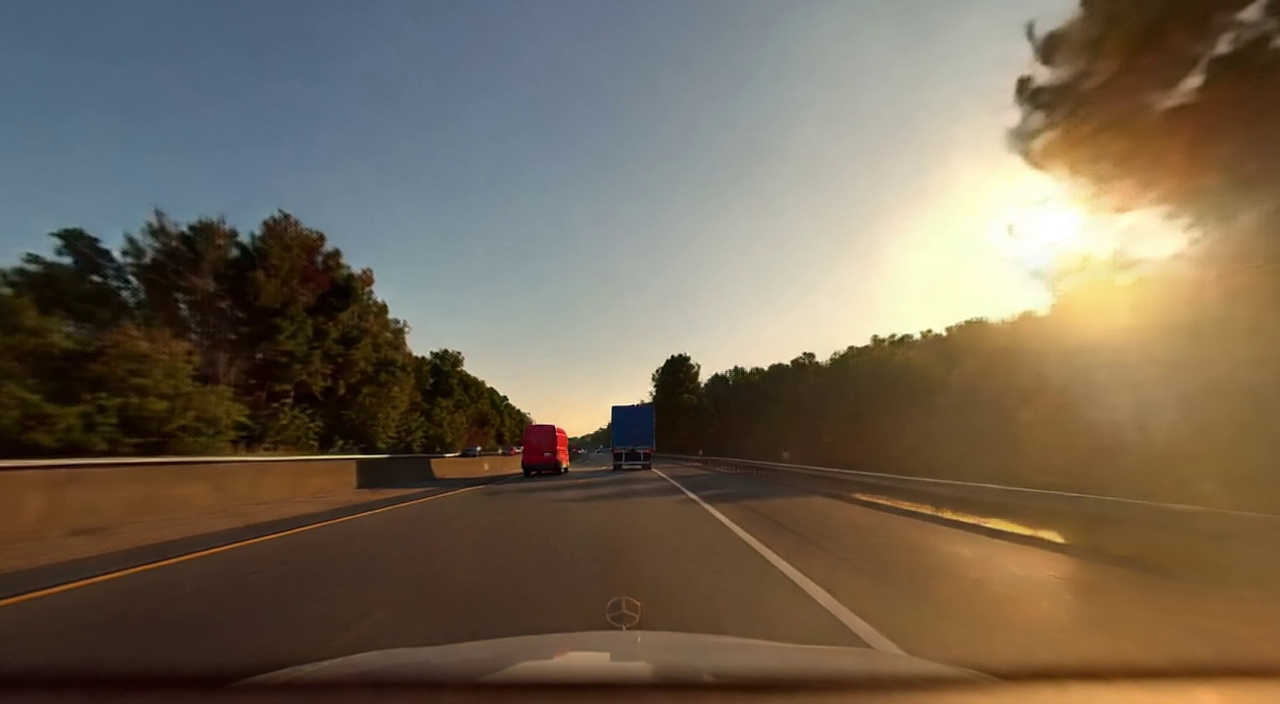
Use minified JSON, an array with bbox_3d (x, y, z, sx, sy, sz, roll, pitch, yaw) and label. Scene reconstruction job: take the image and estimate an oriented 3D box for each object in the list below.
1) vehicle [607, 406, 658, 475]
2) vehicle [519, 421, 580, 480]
[{"bbox_3d":[-0.574,5.996,42.267,2.995,4.036,10.311,0,-9,-1],"label":"vehicle"},{"bbox_3d":[-4.634,5.226,33.461,2.357,2.786,6.144,0,-9,-1],"label":"vehicle"}]
